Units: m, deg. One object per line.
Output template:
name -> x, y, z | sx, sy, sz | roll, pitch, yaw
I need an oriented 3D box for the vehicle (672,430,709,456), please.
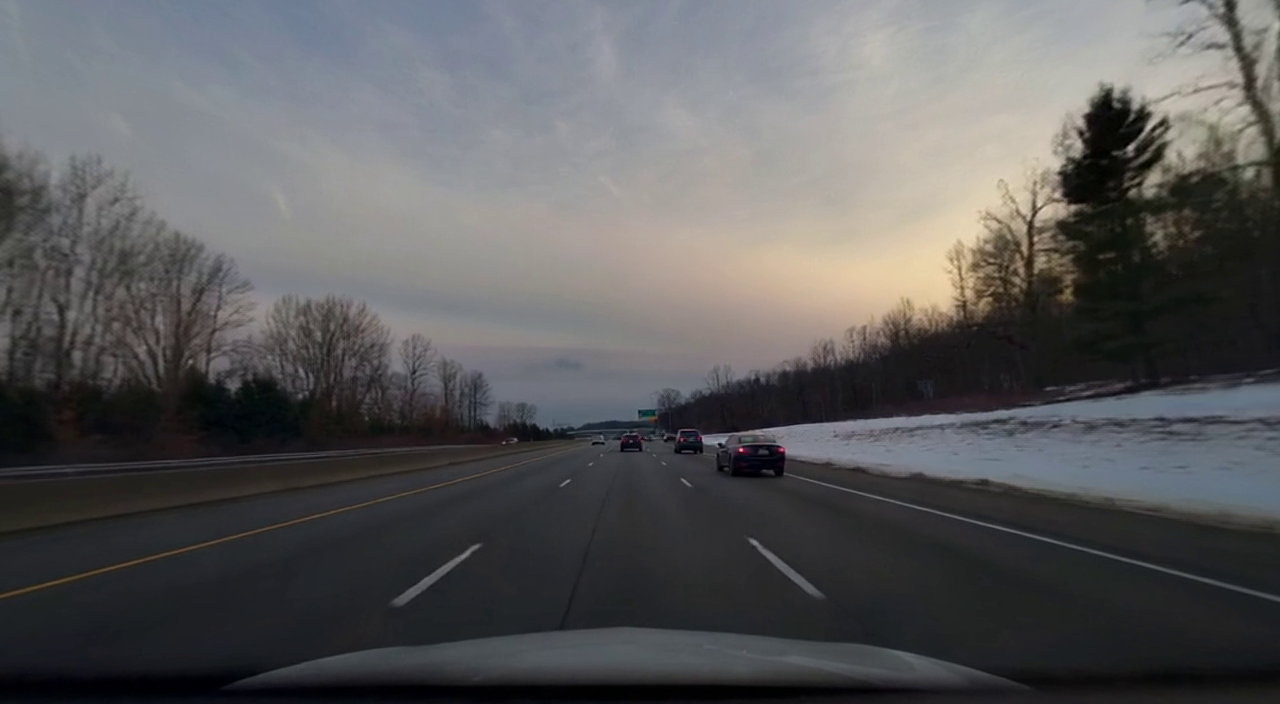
vehicle -> 3.419, 6.284, 43.480 | 2.098, 1.677, 4.275 | 0, -8, -2

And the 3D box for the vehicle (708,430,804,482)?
vehicle -> 3.555, 3.278, 20.269 | 2.056, 1.479, 4.660 | 0, -8, -2

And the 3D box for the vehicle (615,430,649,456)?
vehicle -> -0.545, 6.102, 42.303 | 2.182, 1.680, 4.253 | 0, -8, -1
